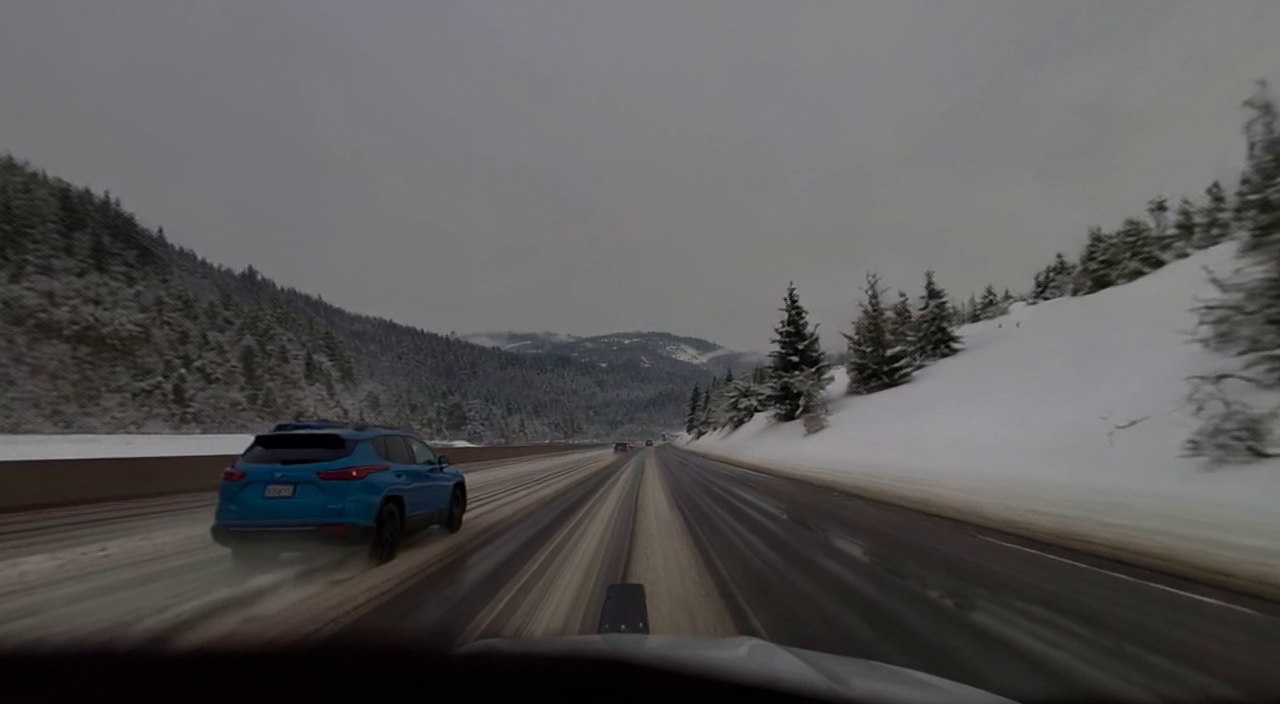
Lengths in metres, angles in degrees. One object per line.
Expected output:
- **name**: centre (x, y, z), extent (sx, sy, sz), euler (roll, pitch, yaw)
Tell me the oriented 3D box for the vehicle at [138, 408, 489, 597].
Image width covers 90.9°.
- **vehicle**: centre (-3.424, 1.656, 7.813), extent (1.983, 1.663, 4.290), euler (0, -9, 1)
